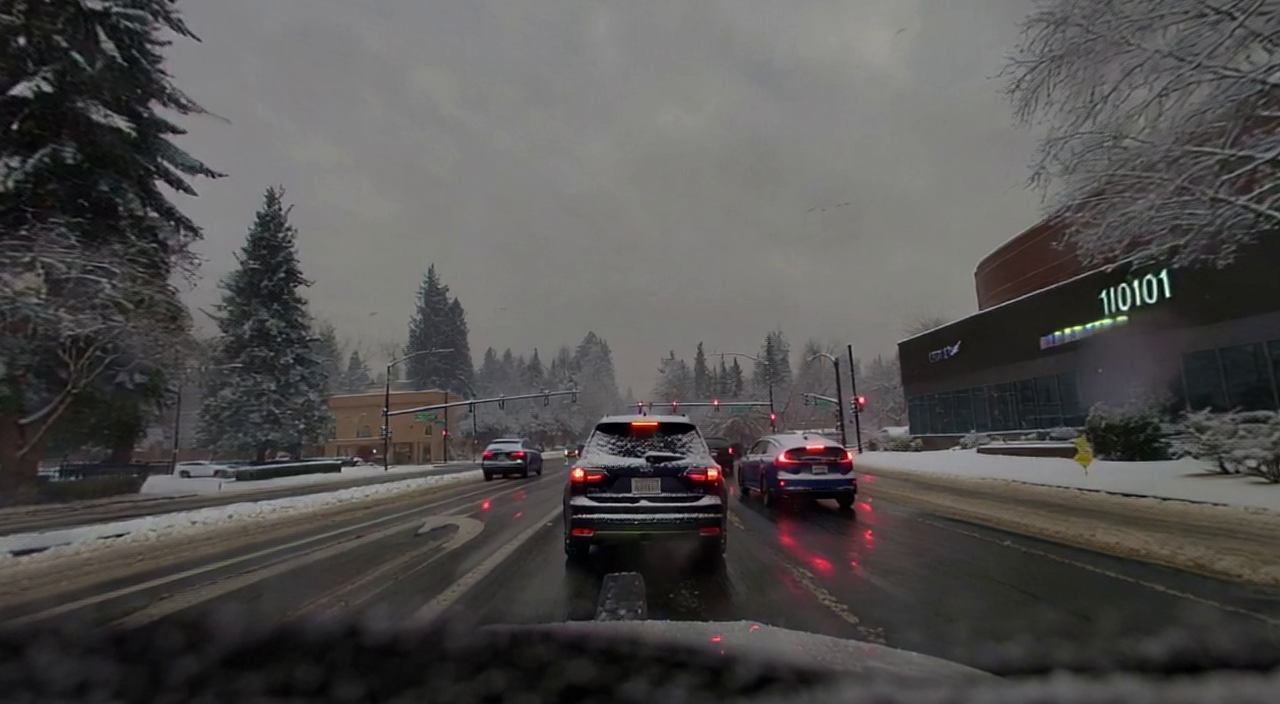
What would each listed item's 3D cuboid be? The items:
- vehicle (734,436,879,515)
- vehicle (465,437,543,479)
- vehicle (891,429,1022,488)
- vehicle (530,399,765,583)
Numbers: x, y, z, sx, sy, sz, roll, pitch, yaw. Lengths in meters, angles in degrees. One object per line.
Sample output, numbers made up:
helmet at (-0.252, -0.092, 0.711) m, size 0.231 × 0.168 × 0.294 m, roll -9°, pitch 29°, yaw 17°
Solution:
vehicle at (3.498, 2.690, 14.244) m, size 1.997 × 1.471 × 4.321 m, roll 0°, pitch -9°, yaw -1°
vehicle at (-6.278, 4.979, 29.967) m, size 2.555 × 1.819 × 5.145 m, roll 0°, pitch -9°, yaw 0°
vehicle at (10.856, 3.693, 22.137) m, size 2.123 × 1.812 × 4.553 m, roll 0°, pitch -9°, yaw -1°
vehicle at (0.066, 1.660, 8.272) m, size 2.266 × 1.762 × 4.131 m, roll 0°, pitch -9°, yaw 0°
